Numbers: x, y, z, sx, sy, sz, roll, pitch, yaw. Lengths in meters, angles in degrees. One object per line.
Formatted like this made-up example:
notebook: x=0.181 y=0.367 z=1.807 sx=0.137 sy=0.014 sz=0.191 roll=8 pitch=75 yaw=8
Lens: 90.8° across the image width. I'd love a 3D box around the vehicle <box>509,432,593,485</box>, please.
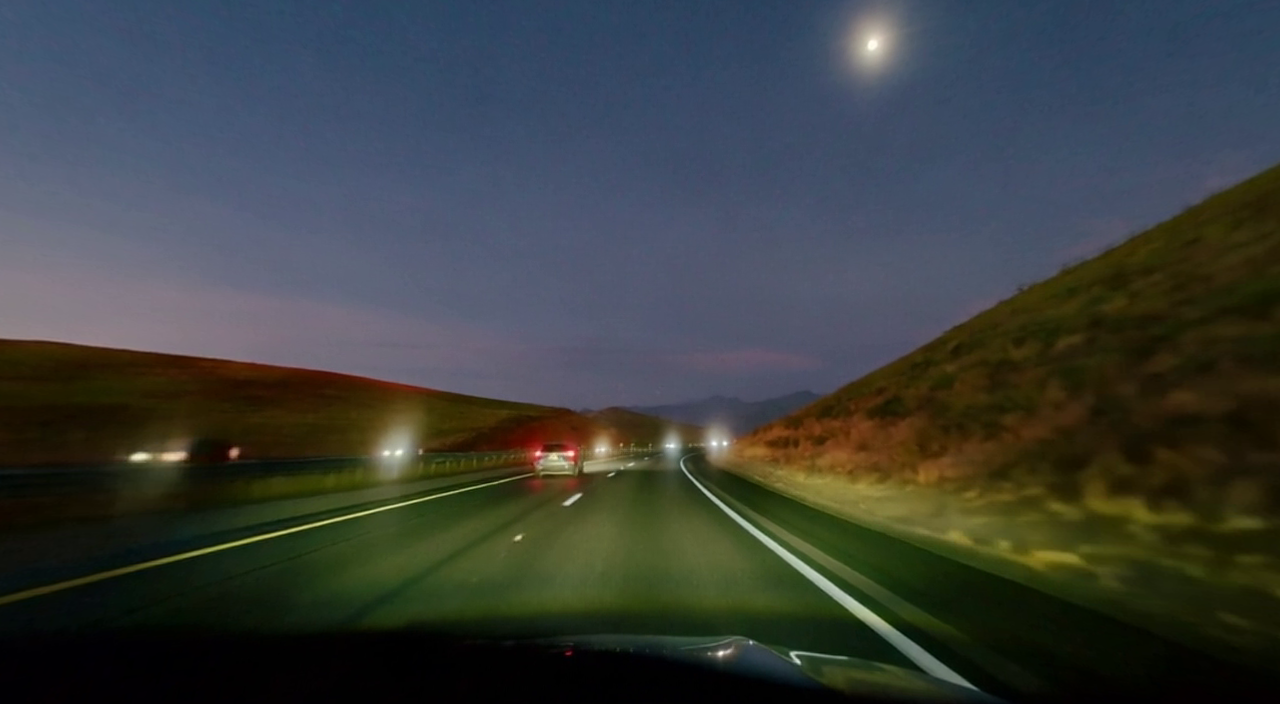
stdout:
vehicle: x=-3.158 y=3.910 z=23.487 sx=2.252 sy=1.743 sz=4.560 roll=0 pitch=-8 yaw=3
